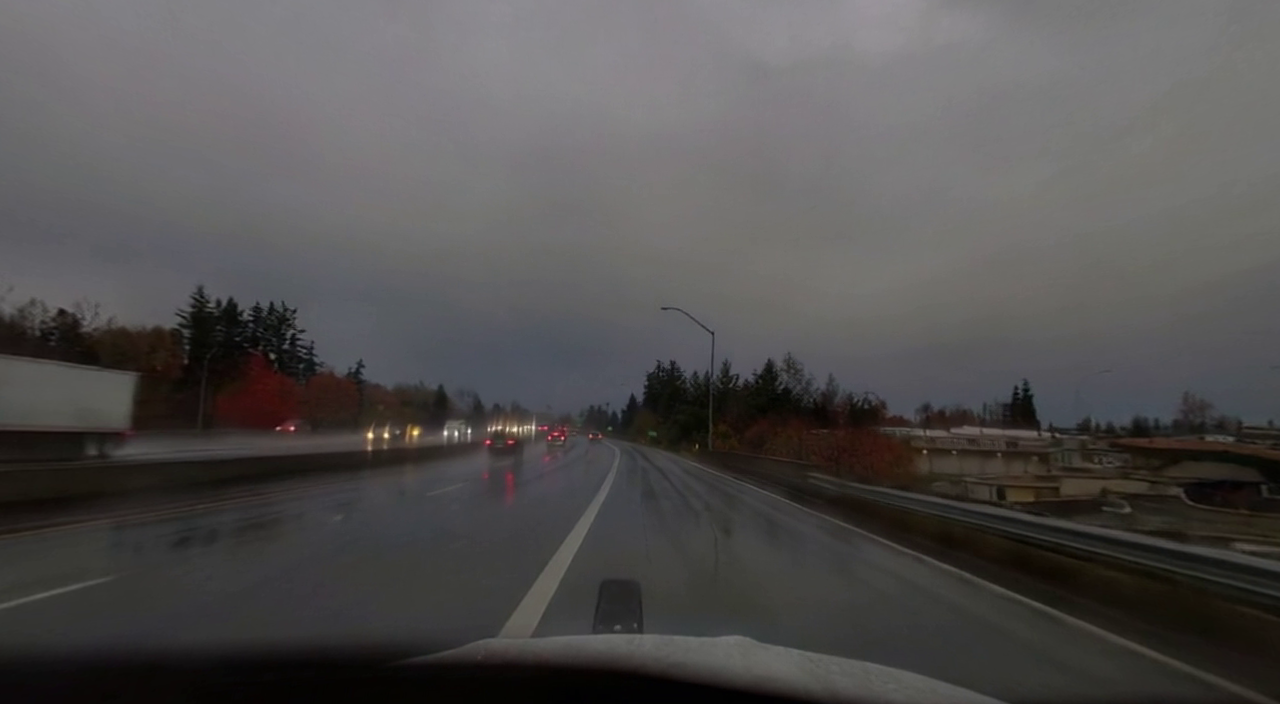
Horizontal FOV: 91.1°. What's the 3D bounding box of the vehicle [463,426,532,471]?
[{"bbox_3d":[-6.540,4.481,29.463,2.188,1.896,4.810,0,-8,-1],"label":"vehicle"}]
